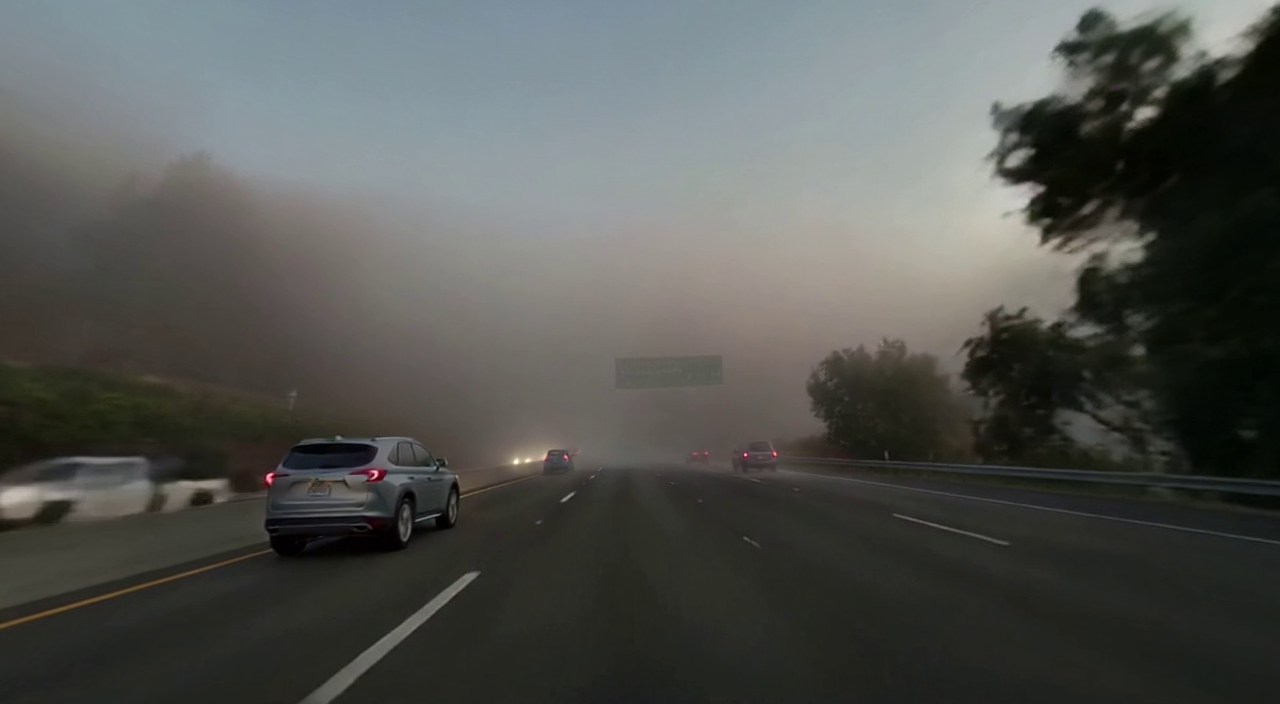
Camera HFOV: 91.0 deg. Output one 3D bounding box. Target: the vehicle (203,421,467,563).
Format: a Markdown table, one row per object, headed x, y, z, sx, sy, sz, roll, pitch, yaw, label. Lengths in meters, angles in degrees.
| x | y | z | sx | sy | sz | roll | pitch | yaw | label |
| --- | --- | --- | --- | --- | --- | --- | --- | --- | --- |
| -4.414 | 2.089 | 10.078 | 2.079 | 1.745 | 4.281 | 0 | -9 | -1 | vehicle |

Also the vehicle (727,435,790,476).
| x | y | z | sx | sy | sz | roll | pitch | yaw | label |
| --- | --- | --- | --- | --- | --- | --- | --- | --- | --- |
| 6.526 | 5.798 | 35.488 | 2.378 | 2.096 | 5.119 | 0 | -9 | -2 | vehicle |

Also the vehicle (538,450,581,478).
| x | y | z | sx | sy | sz | roll | pitch | yaw | label |
| --- | --- | --- | --- | --- | --- | --- | --- | --- | --- |
| -4.510 | 6.337 | 35.949 | 2.009 | 1.488 | 4.289 | 0 | -9 | -2 | vehicle |
